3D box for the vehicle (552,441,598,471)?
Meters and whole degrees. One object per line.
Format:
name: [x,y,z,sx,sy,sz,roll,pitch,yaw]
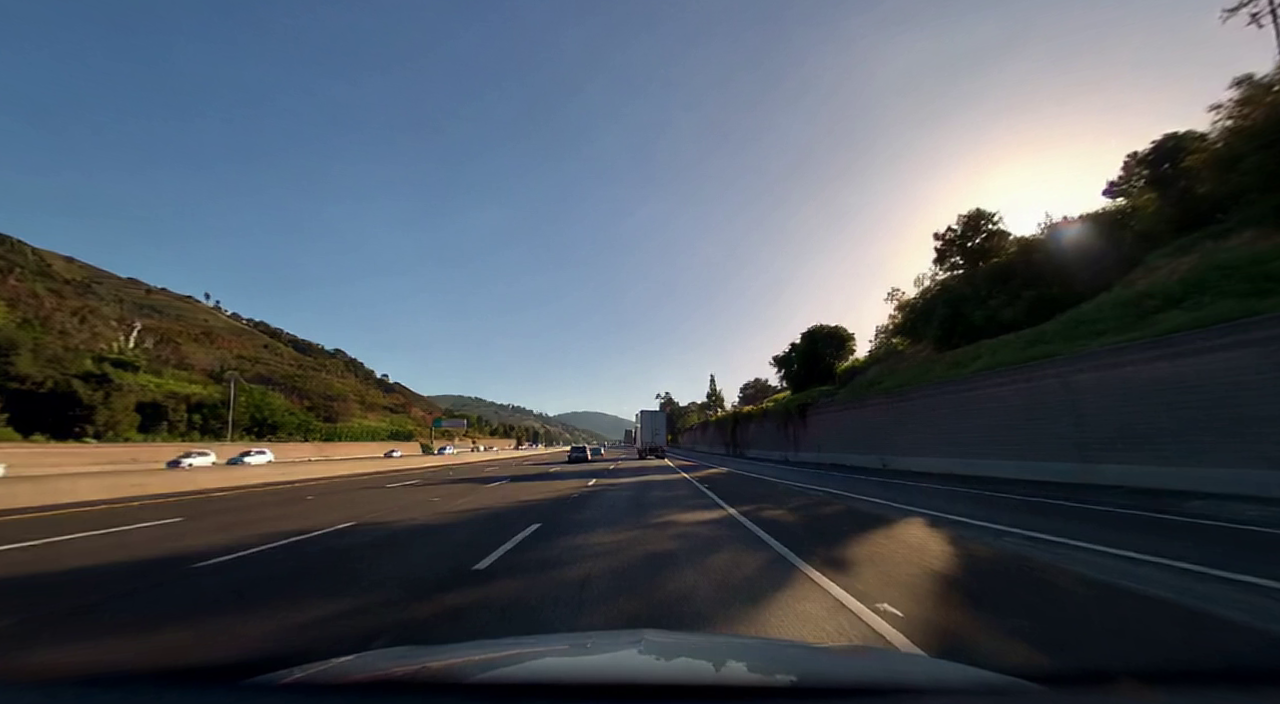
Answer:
vehicle: [-3.431,5.616,34.164,1.983,1.508,4.060,0,-8,1]
